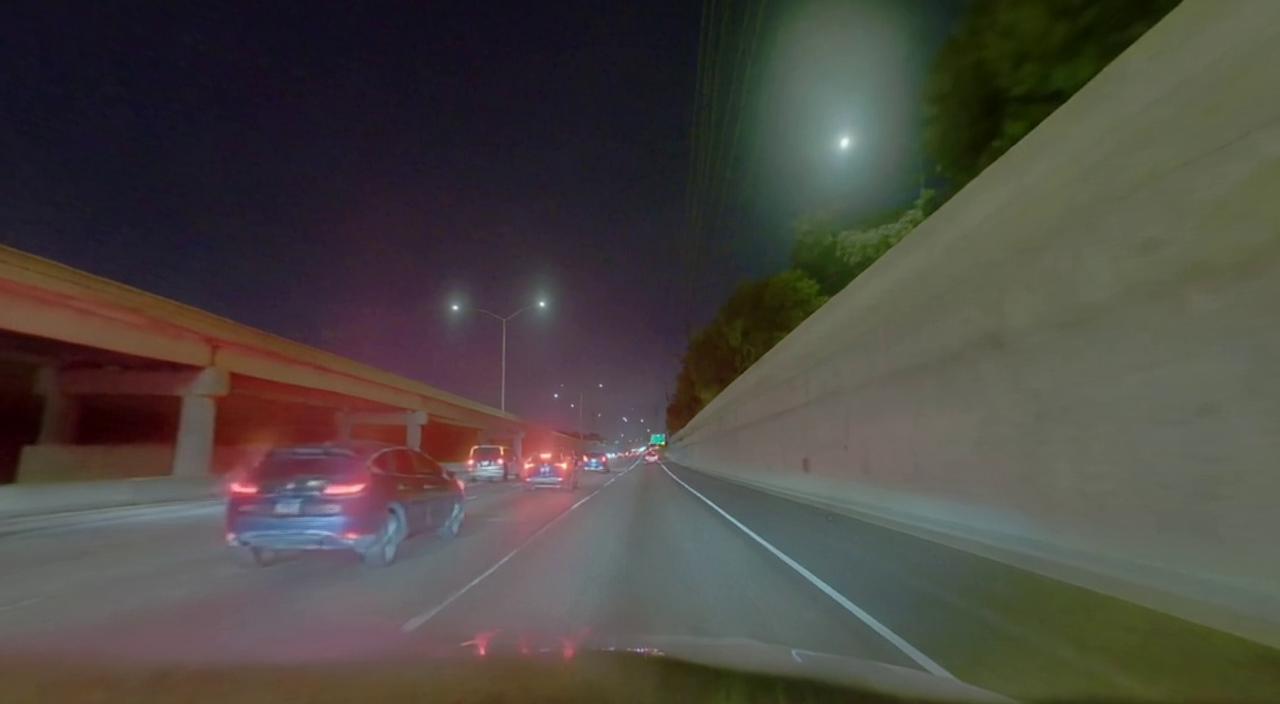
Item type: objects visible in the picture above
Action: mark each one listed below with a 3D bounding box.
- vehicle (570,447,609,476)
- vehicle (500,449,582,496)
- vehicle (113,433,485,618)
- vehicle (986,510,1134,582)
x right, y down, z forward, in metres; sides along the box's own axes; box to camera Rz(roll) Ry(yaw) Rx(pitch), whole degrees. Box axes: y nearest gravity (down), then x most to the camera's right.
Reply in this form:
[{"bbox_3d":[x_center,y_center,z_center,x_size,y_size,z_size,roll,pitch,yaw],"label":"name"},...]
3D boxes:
[{"bbox_3d":[-3.194,7.098,41.092,2.052,1.731,4.372,0,-8,2],"label":"vehicle"},{"bbox_3d":[-3.343,4.157,22.217,2.056,1.449,4.330,0,-8,2],"label":"vehicle"},{"bbox_3d":[-3.370,1.752,7.423,1.939,1.511,4.246,0,-8,1],"label":"vehicle"},{"bbox_3d":[12.676,5.846,19.373,1.853,1.586,3.727,0,-8,-2],"label":"vehicle"}]
